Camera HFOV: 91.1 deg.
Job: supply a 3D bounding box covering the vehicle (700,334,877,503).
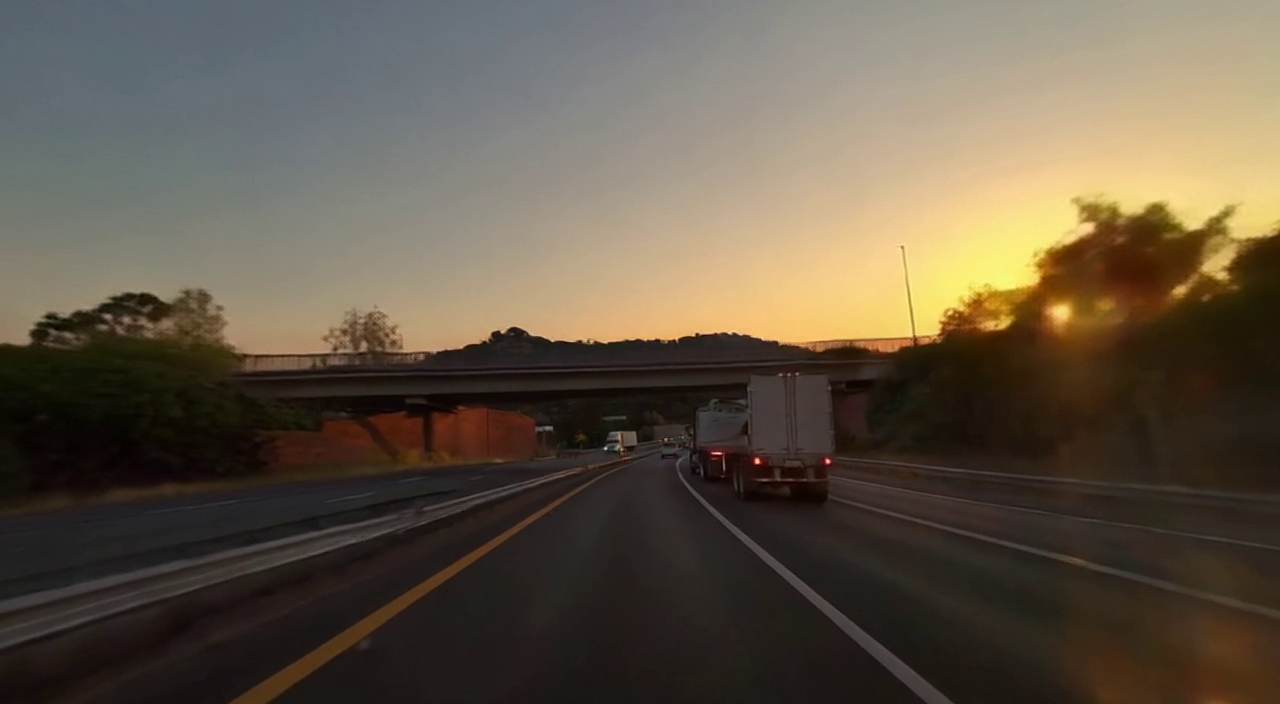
[{"bbox_3d":[4.109,2.500,21.287,2.965,4.028,12.529,-1,-9,0],"label":"vehicle"}]
